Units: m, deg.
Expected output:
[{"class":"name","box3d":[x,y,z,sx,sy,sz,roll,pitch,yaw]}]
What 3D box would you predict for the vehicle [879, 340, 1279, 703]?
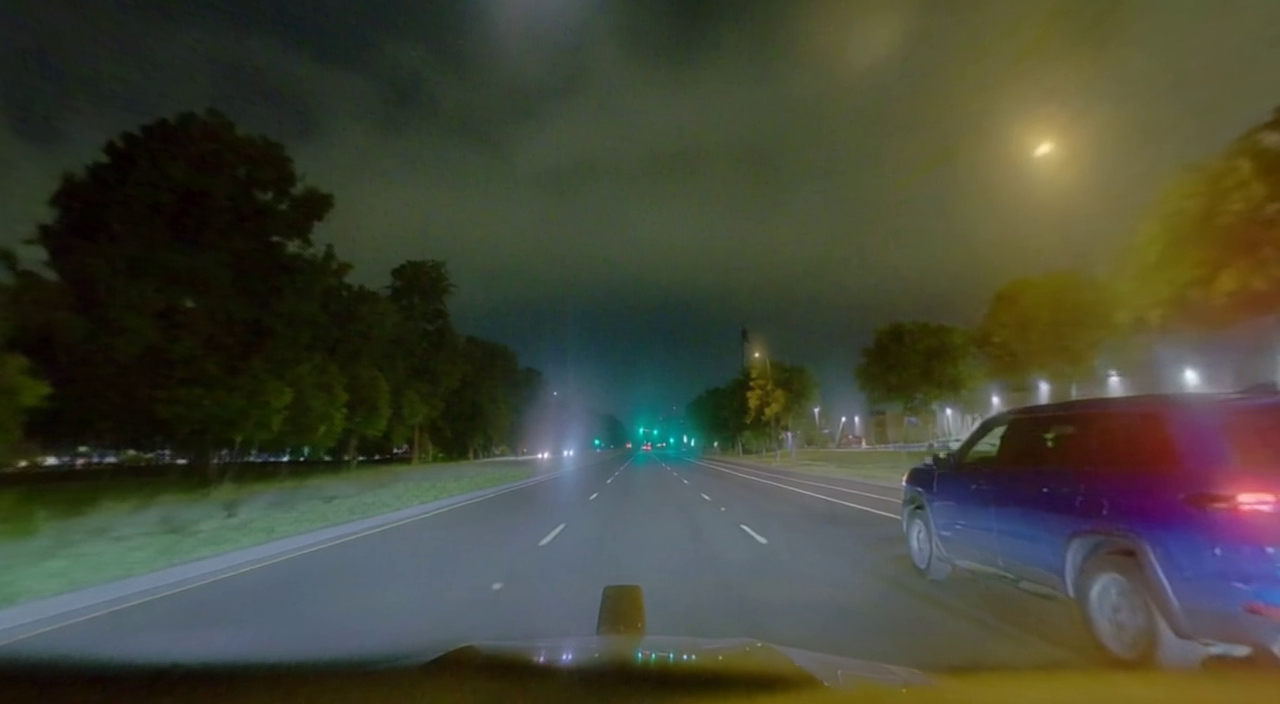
[{"class":"vehicle","box3d":[3.632,1.081,4.171,2.087,1.759,5.040,0,-8,0]}]
